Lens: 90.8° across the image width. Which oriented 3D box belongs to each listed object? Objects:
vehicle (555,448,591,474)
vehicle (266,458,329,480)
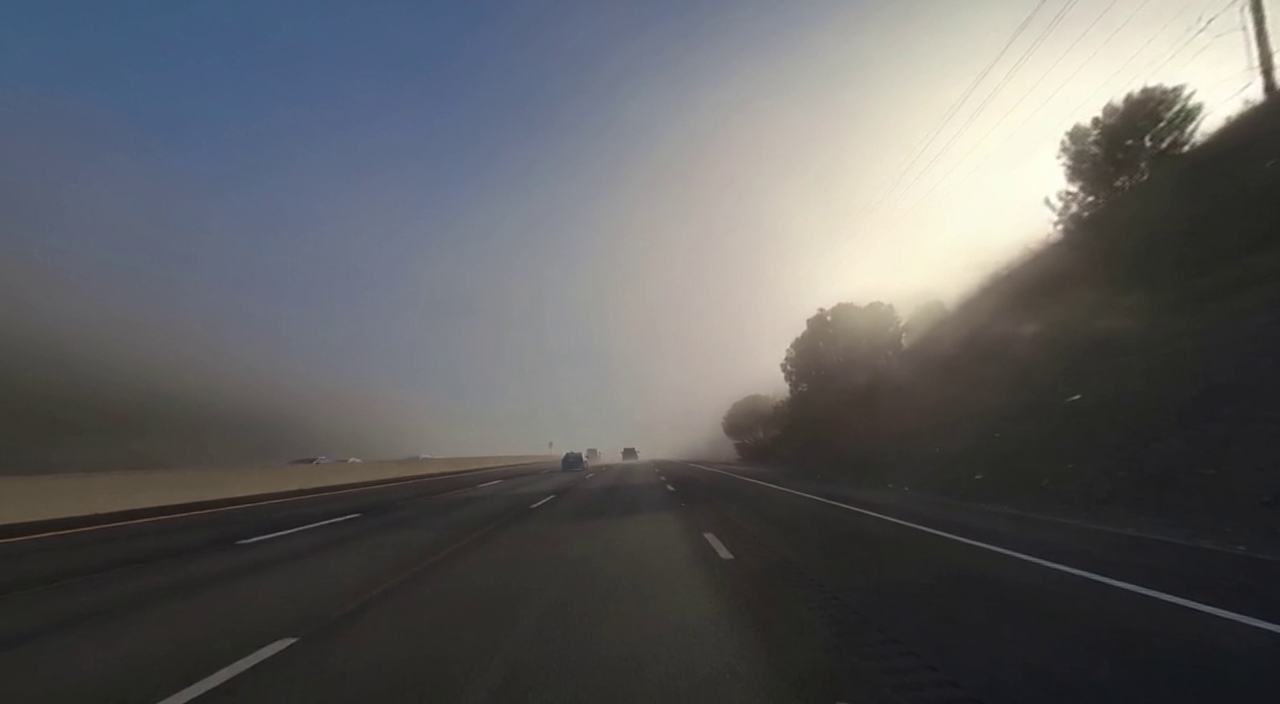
[{"bbox_3d":[-4.246,6.970,40.570,1.924,1.511,4.079,0,-9,0],"label":"vehicle"},{"bbox_3d":[-25.750,8.786,47.658,2.040,1.498,4.714,-1,-9,1],"label":"vehicle"}]
